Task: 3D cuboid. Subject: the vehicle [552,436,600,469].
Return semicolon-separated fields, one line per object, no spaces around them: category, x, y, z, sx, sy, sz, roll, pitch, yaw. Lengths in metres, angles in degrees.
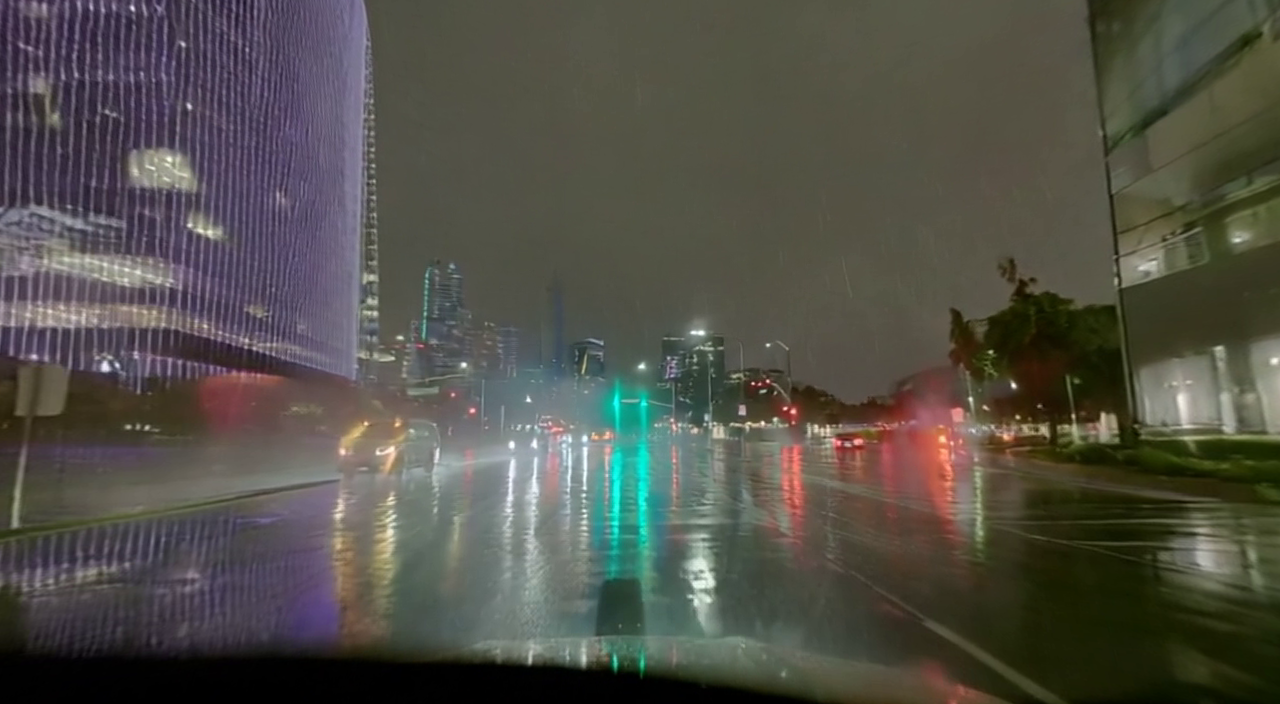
vehicle;-3.522;5.682;35.623;2.181;1.706;4.334;0;-9;1

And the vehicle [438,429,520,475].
vehicle;-6.976;4.393;27.855;2.204;1.844;4.766;0;-9;2

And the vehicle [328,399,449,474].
vehicle;-12.508;4.396;32.228;2.887;3.366;7.454;0;-9;1
